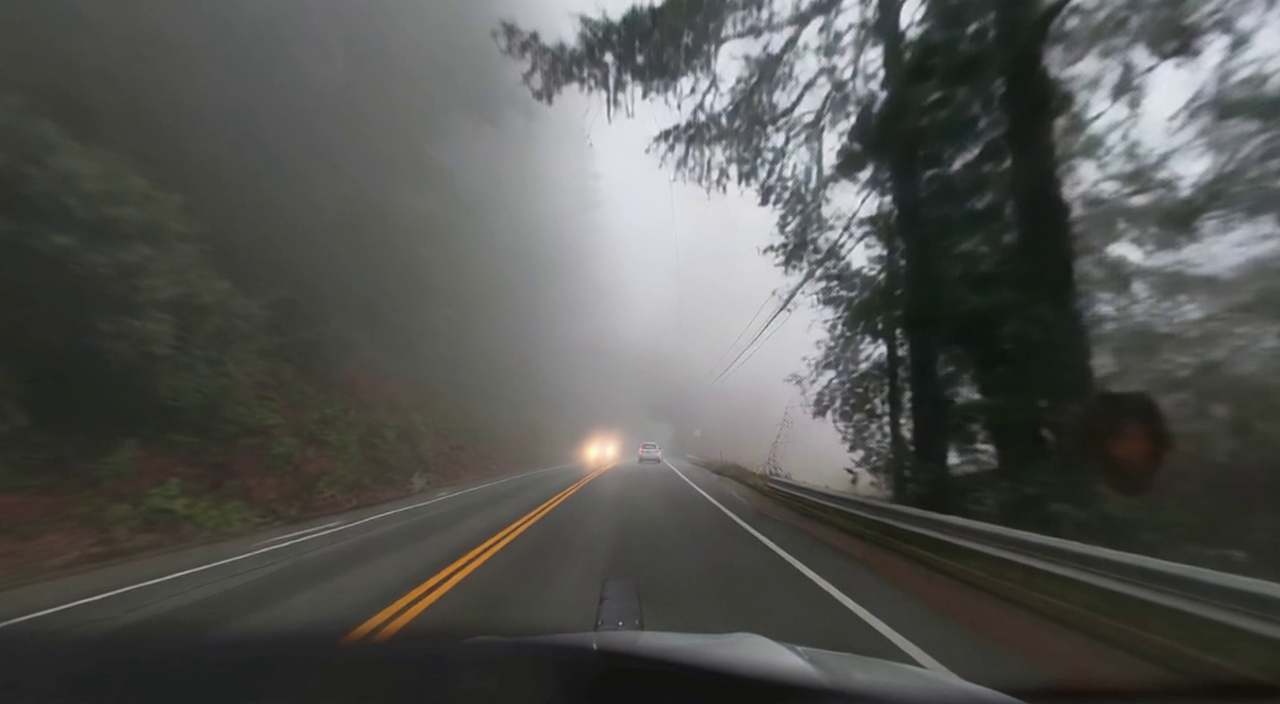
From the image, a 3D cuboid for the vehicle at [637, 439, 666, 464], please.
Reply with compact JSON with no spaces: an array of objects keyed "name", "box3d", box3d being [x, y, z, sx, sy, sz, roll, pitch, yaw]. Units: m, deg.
[{"name":"vehicle","box3d":[0.833,7.416,47.091,2.083,1.767,4.448,0,-9,1]}]
